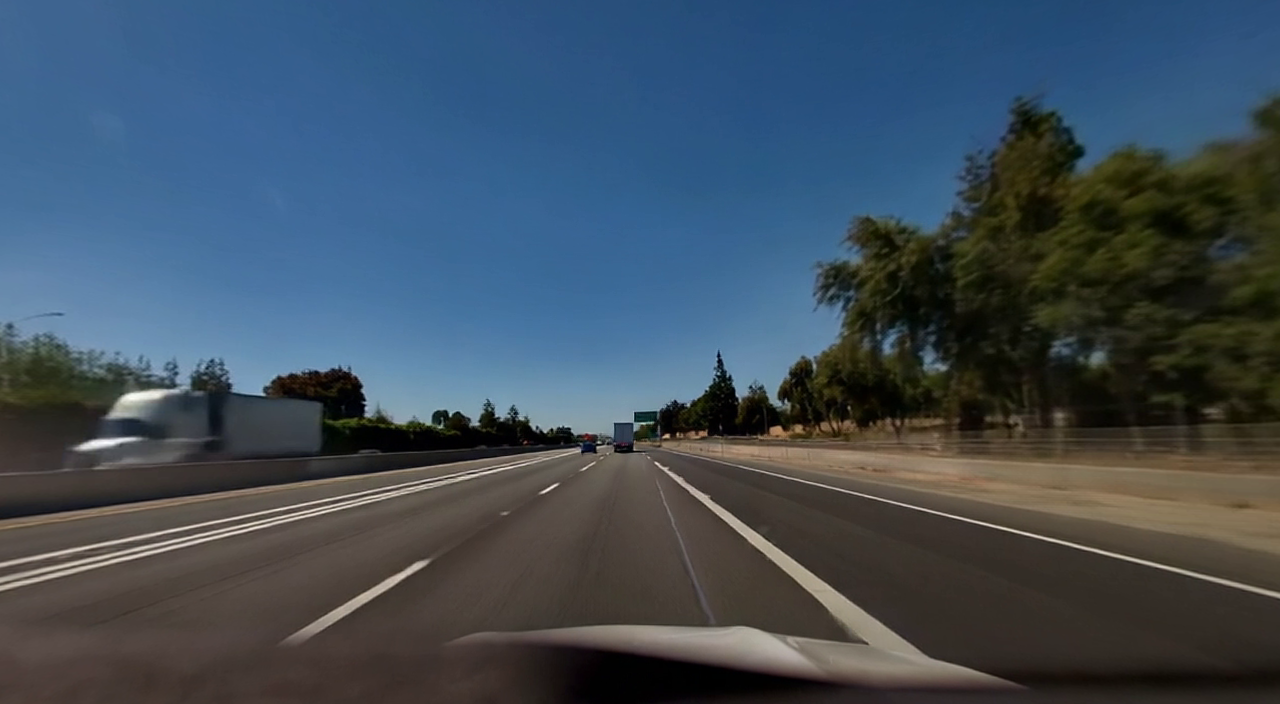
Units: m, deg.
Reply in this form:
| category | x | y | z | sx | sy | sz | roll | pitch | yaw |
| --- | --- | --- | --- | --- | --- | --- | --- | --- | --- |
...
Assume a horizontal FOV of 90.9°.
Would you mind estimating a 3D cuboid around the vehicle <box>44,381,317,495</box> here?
| category | x | y | z | sx | sy | sz | roll | pitch | yaw |
| --- | --- | --- | --- | --- | --- | --- | --- | --- | --- |
| vehicle | -17.275 | 3.437 | 25.320 | 2.988 | 3.577 | 10.665 | 0 | -8 | -1 |
